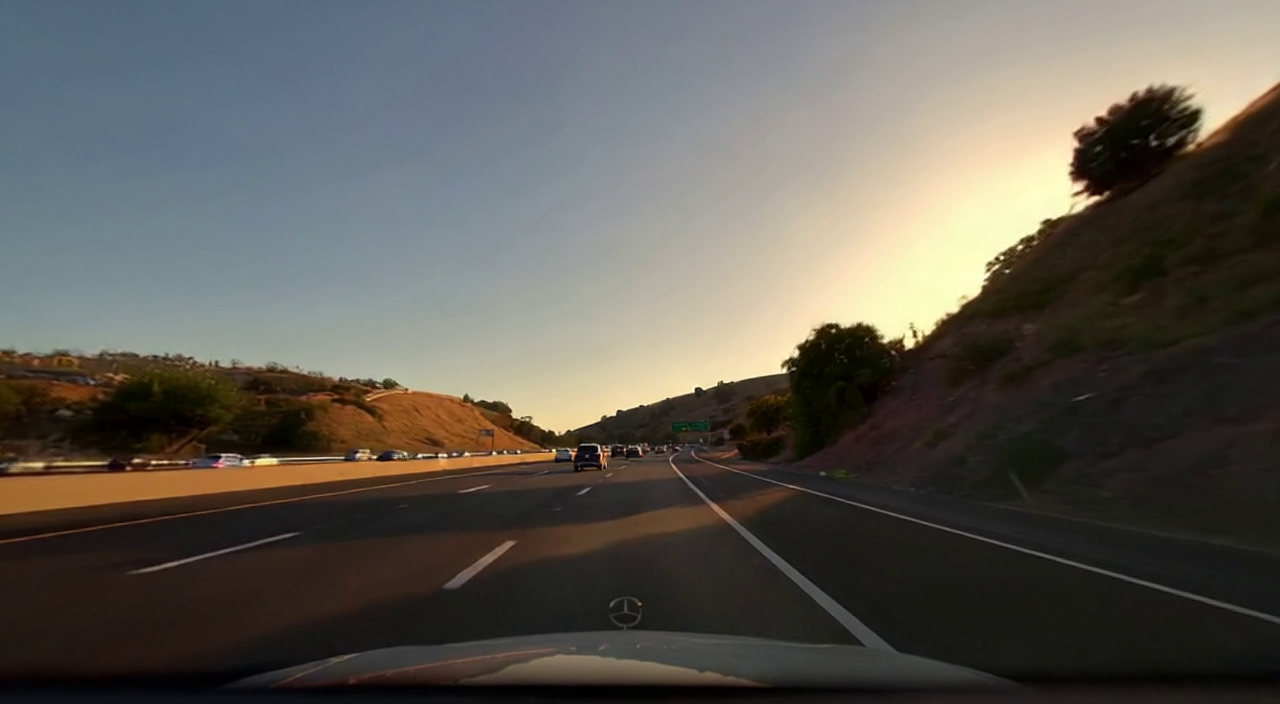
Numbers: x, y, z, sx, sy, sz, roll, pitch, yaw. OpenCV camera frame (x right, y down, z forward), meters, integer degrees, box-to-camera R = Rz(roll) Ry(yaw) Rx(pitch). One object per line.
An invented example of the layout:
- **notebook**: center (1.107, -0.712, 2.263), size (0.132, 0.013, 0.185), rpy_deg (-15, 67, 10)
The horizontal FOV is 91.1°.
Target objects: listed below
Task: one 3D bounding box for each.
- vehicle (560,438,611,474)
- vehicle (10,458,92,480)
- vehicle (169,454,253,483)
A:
- **vehicle**: center (-3.107, 6.072, 36.880), size (2.413, 1.896, 5.218), rpy_deg (-1, -9, 1)
- **vehicle**: center (-46.646, 9.245, 49.889), size (1.860, 1.513, 4.698), rpy_deg (-1, -9, 2)
- **vehicle**: center (-27.190, 7.387, 40.032), size (2.016, 1.671, 4.537), rpy_deg (-1, -9, 2)
